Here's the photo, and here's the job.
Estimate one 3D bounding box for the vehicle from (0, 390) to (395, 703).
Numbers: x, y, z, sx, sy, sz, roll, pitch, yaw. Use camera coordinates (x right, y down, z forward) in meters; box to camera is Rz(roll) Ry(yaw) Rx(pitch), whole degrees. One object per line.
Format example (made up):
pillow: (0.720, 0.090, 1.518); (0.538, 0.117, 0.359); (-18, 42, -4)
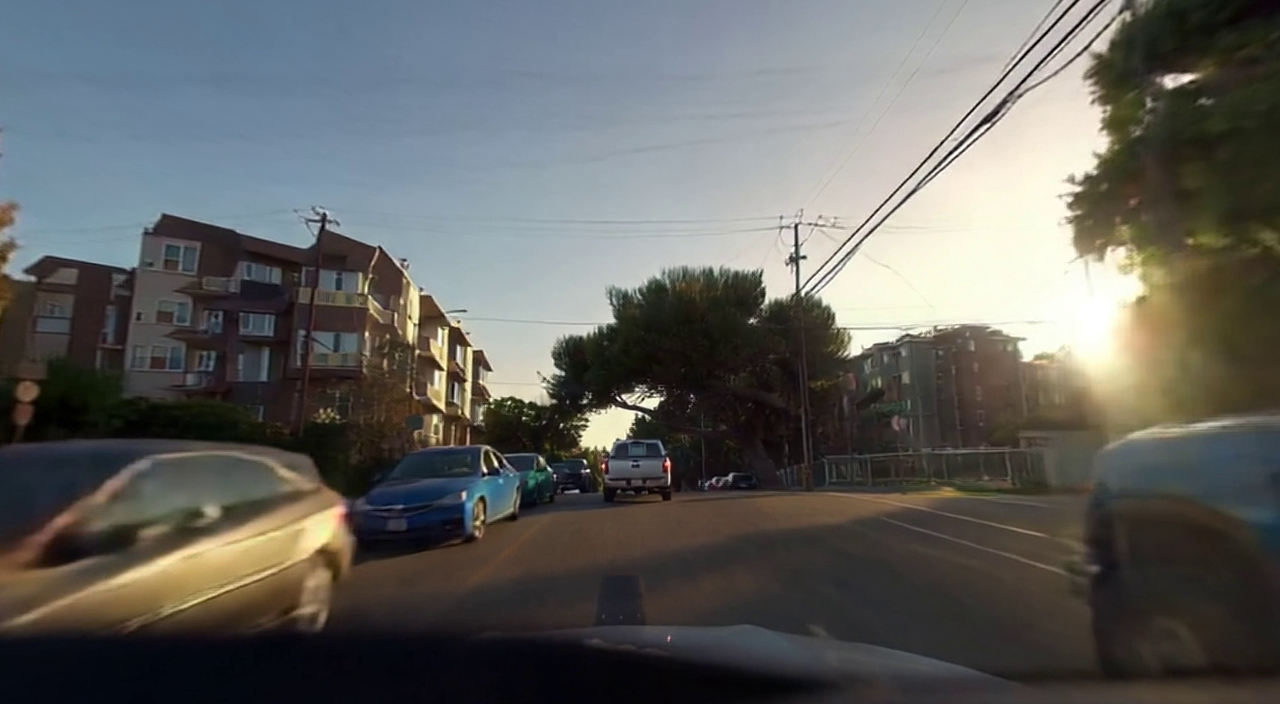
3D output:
vehicle: (-3.022, 1.068, 3.248); (1.893, 1.518, 4.024); (0, -8, 0)

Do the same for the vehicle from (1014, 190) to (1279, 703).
vehicle: (2.559, 0.367, 0.102); (2.027, 1.907, 4.736); (0, -8, 0)

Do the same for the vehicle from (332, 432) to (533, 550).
vehicle: (-3.099, 2.153, 10.531); (1.898, 1.539, 4.320); (0, -8, 0)

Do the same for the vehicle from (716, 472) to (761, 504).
vehicle: (6.048, 8.375, 39.165); (2.023, 1.611, 4.614); (0, -8, 0)

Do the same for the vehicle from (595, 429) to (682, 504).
vehicle: (-0.011, 3.384, 18.953); (2.308, 1.940, 4.125); (-1, -9, 1)
